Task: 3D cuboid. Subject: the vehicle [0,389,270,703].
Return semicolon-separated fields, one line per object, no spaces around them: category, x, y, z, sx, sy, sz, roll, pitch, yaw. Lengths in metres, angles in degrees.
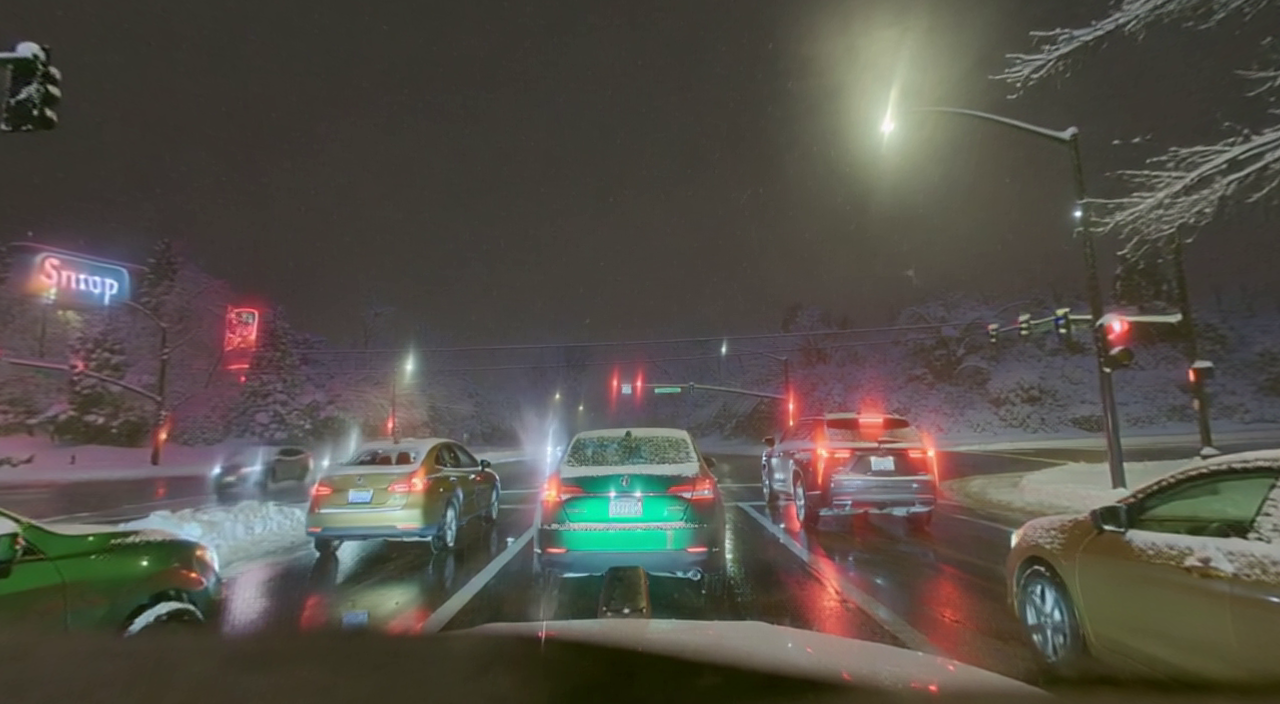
vehicle;-3.473;0.844;1.849;2.016;1.547;4.414;0;-8;1

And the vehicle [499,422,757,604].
vehicle;-0.123;1.652;7.390;2.140;1.499;4.119;0;-8;-1

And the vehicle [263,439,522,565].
vehicle;-3.292;2.073;9.554;1.995;1.436;4.373;-1;-8;3

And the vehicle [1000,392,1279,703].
vehicle;3.938;0.974;3.115;1.800;1.519;4.198;0;-8;0

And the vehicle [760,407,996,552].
vehicle;3.310;1.867;9.842;1.992;1.744;4.183;0;-8;0
